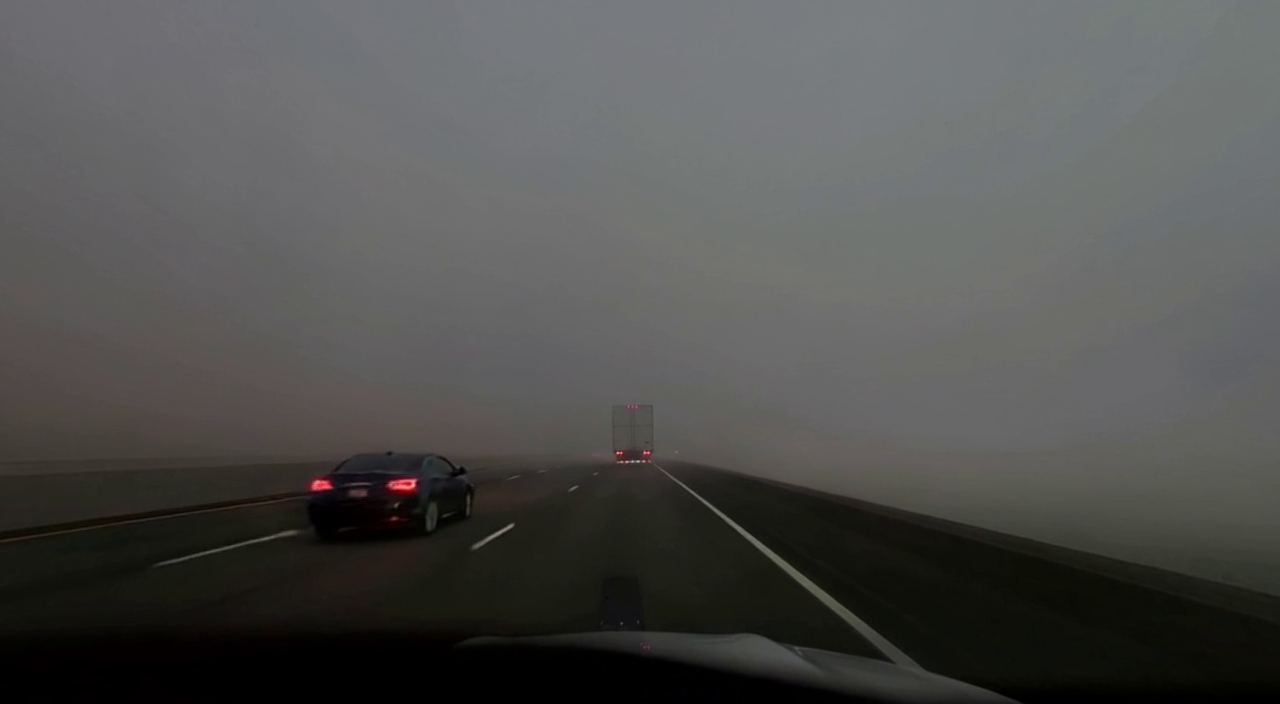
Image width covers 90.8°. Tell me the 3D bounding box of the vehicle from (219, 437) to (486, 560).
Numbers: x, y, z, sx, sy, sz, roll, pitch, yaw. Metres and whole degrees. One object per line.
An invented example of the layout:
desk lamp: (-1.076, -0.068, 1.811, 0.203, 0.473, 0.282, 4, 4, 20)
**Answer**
vehicle: (-4.123, 2.176, 10.249, 1.892, 1.471, 5.047, 0, -9, 1)
